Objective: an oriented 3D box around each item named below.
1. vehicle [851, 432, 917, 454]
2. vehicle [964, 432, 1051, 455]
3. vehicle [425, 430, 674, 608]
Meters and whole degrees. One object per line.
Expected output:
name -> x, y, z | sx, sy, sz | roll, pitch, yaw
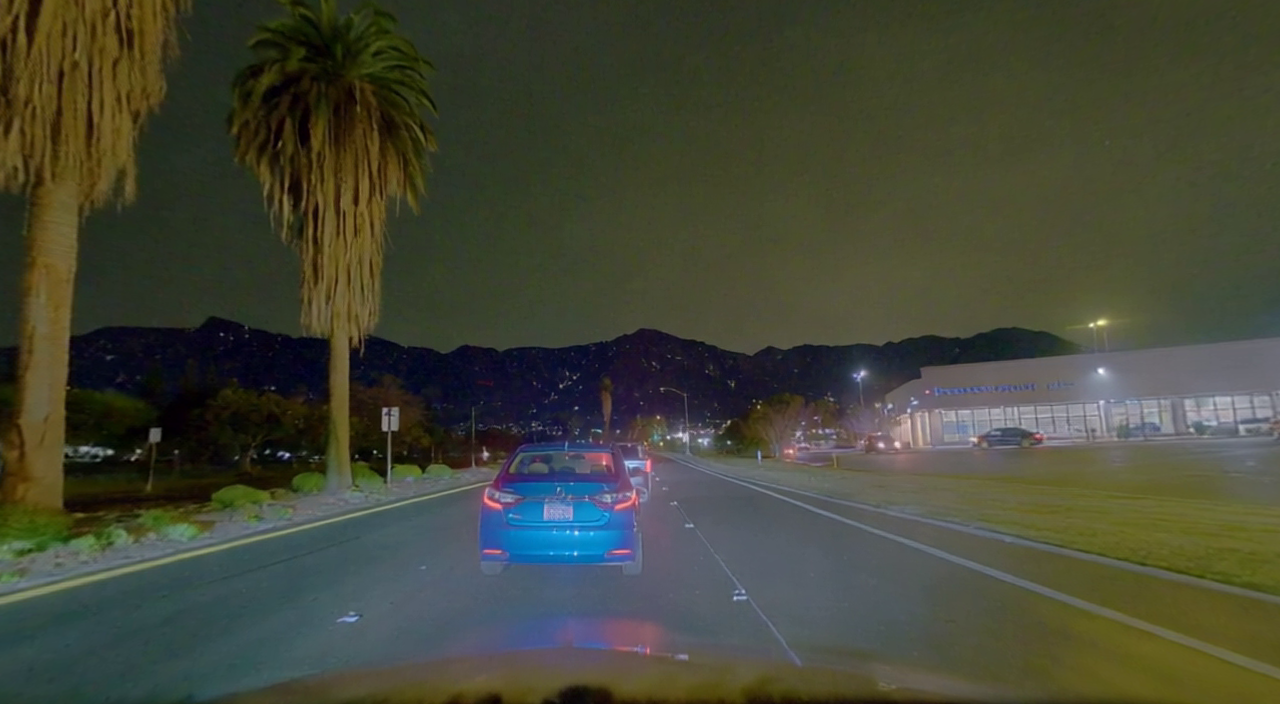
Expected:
vehicle -> 19.189, 7.194, 49.800 | 1.925, 1.652, 4.490 | 6, -10, -34
vehicle -> 24.706, 6.179, 42.584 | 4.640, 1.526, 1.961 | 0, -8, 2
vehicle -> -0.827, 1.685, 7.294 | 2.067, 1.459, 3.886 | 0, -8, -2
